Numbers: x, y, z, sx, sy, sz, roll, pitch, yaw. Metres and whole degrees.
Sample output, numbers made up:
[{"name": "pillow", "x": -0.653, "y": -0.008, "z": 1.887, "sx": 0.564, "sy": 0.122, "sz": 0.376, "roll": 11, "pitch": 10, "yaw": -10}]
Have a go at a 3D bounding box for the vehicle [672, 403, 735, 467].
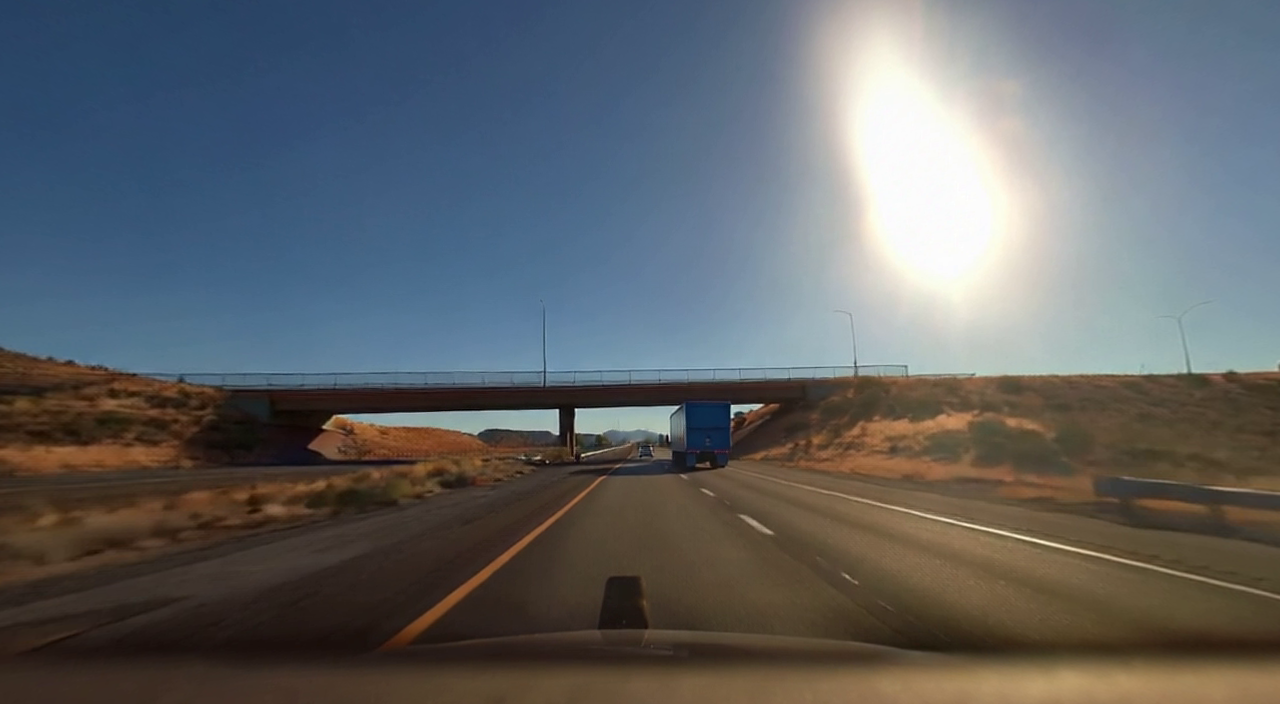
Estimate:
[{"name": "vehicle", "x": 4.109, "y": 5.771, "z": 43.097, "sx": 3.024, "sy": 3.834, "sz": 10.128, "roll": 0, "pitch": -8, "yaw": -1}]
